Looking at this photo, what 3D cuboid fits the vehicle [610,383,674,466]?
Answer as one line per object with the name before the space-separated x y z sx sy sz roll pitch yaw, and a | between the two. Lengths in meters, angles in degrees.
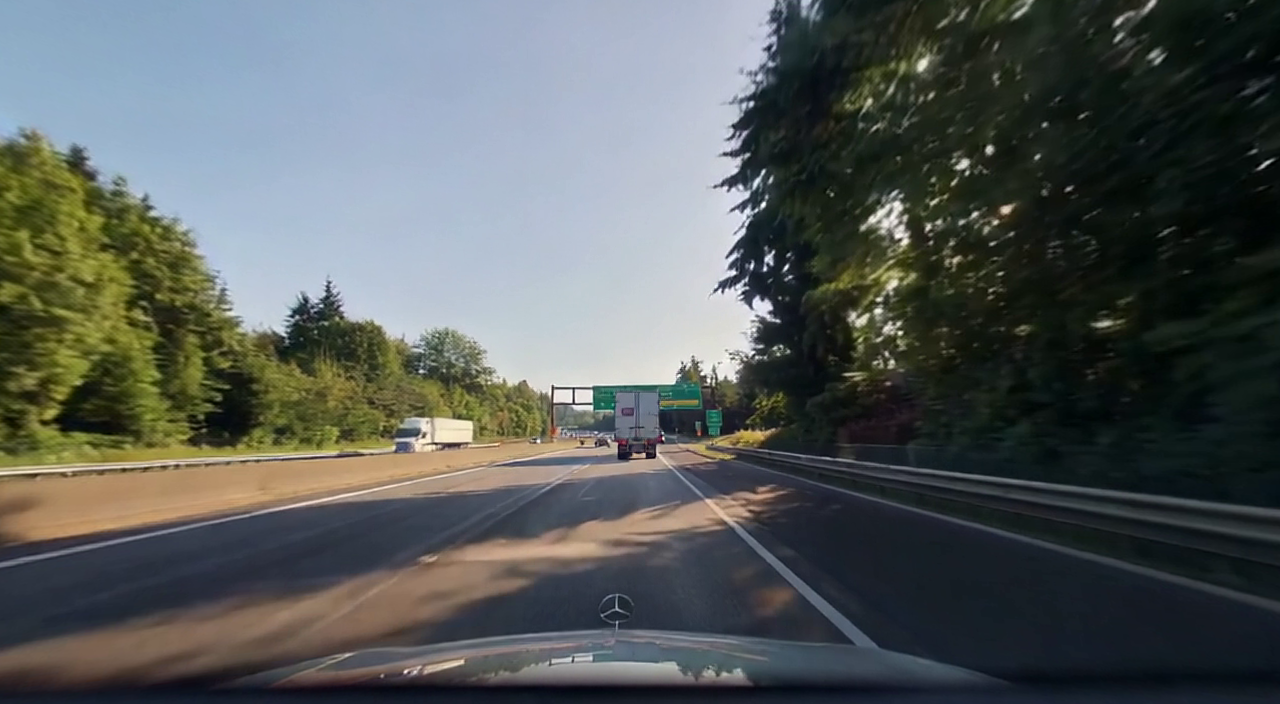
vehicle | -0.005 3.829 32.589 2.855 3.741 8.587 0 -8 -1
